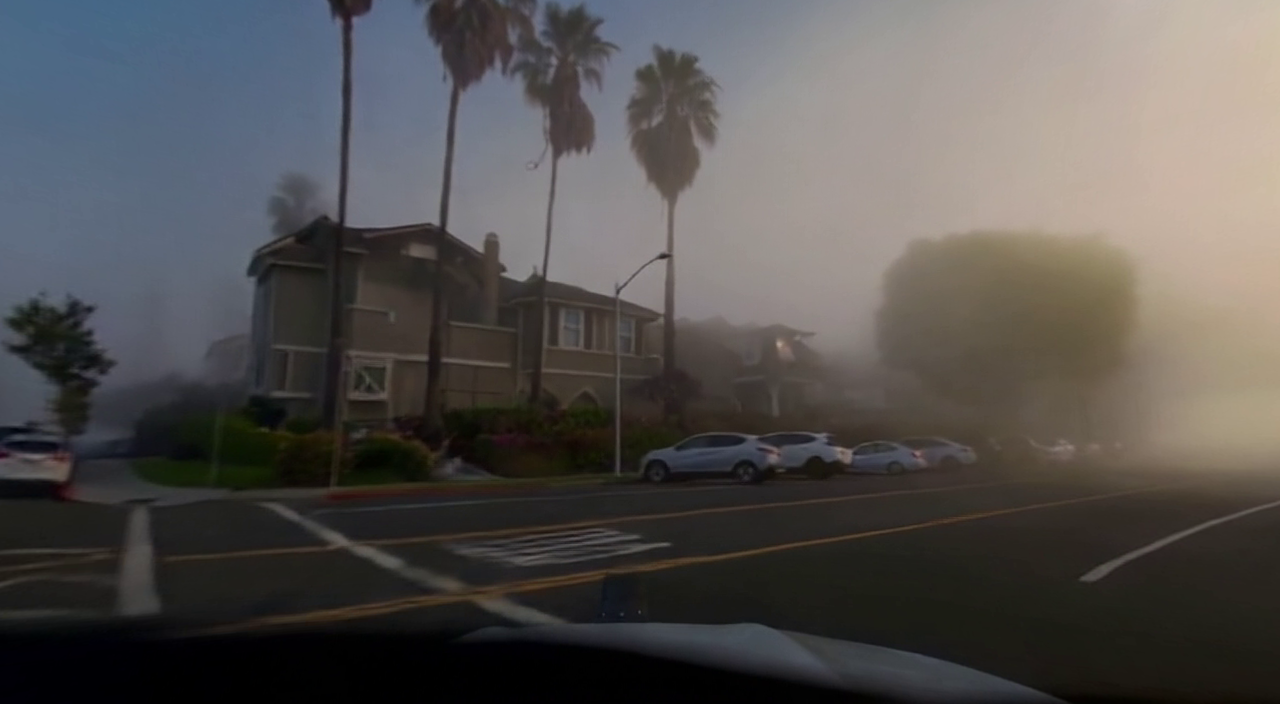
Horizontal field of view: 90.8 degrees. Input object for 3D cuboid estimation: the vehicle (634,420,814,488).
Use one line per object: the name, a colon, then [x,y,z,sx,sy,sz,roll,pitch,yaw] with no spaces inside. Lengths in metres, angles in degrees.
vehicle: [2.401,2.995,18.722,4.866,1.752,1.998,-6,-11,34]

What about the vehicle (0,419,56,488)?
vehicle: [-20.725,3.281,20.510,2.154,2.035,4.261,7,-11,-38]
